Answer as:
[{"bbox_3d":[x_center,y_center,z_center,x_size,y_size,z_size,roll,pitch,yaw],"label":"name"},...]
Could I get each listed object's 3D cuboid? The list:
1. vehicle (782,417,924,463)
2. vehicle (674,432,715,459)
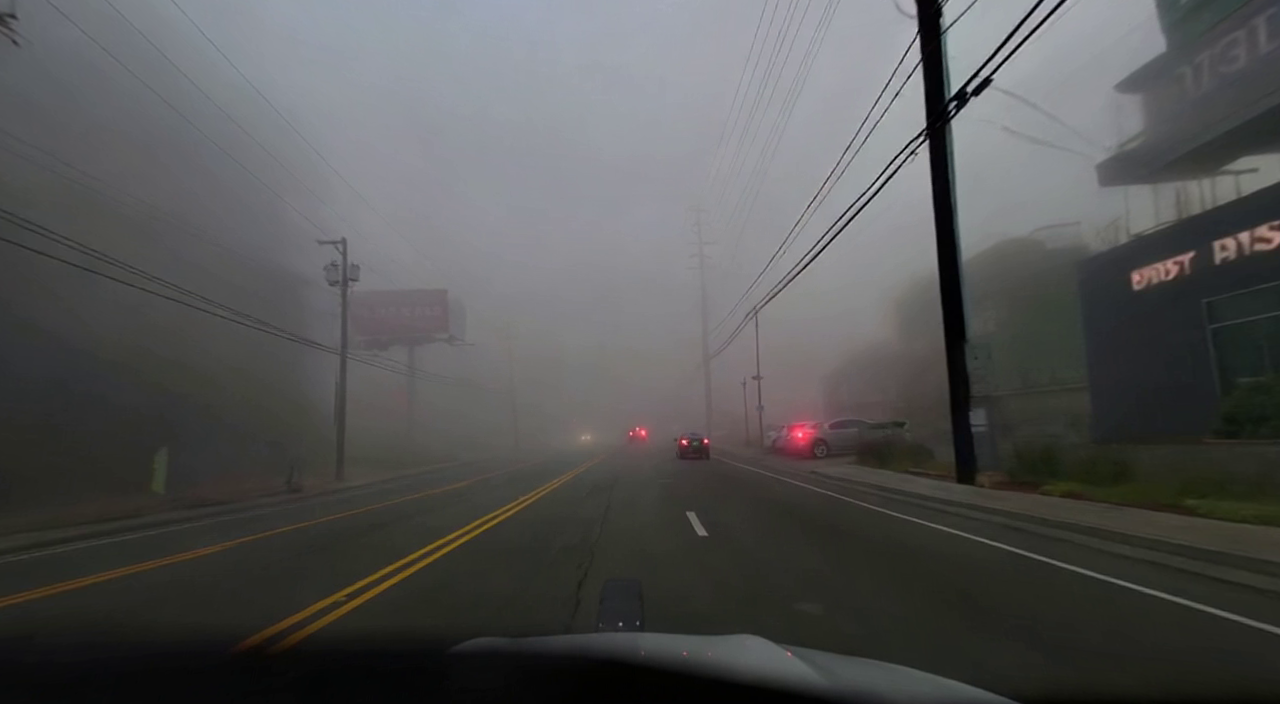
[{"bbox_3d":[9.873,4.134,29.711,5.771,2.013,2.414,-1,-8,-1],"label":"vehicle"},{"bbox_3d":[3.171,5.534,37.391,1.926,1.482,4.442,0,-8,-1],"label":"vehicle"}]
